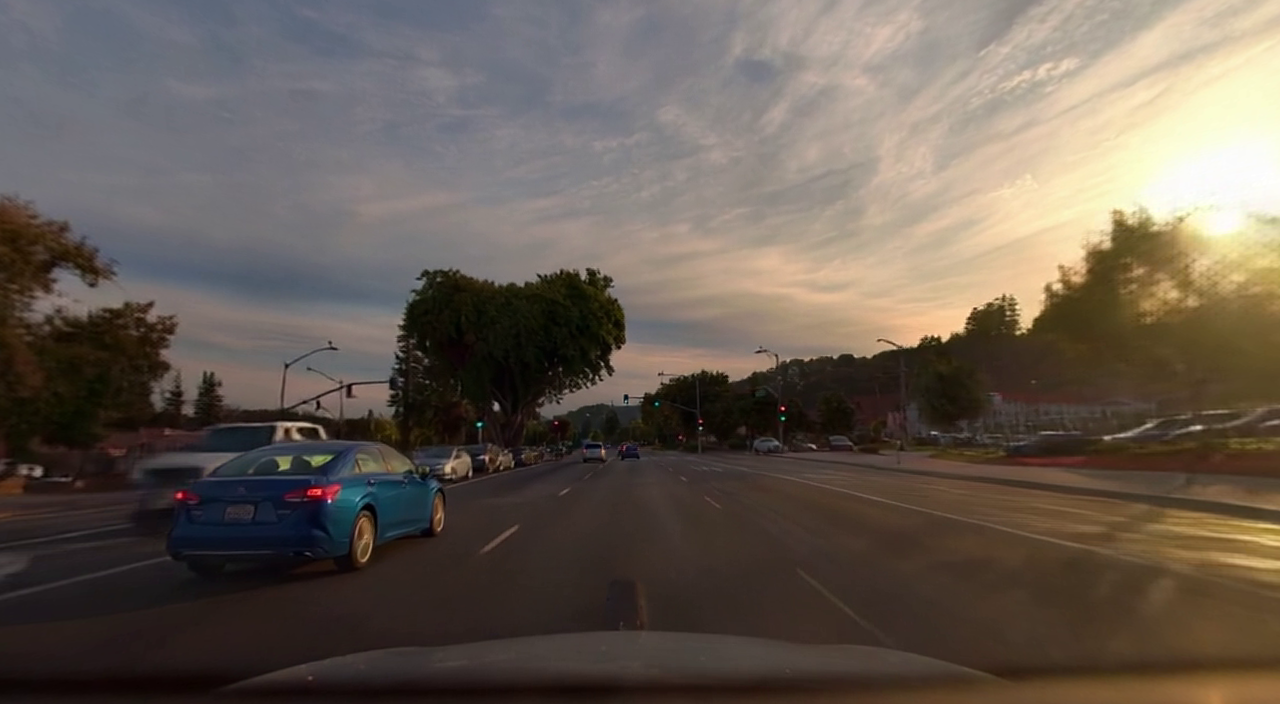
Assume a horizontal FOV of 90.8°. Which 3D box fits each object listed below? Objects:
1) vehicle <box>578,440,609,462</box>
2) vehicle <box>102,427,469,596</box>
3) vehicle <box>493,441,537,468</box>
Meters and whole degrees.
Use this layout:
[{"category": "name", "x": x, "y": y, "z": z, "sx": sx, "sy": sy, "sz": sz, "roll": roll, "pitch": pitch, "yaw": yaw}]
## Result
[{"category": "vehicle", "x": -3.581, "y": 7.714, "z": 49.238, "sx": 2.103, "sy": 1.592, "sz": 4.160, "roll": 0, "pitch": -9, "yaw": 0}, {"category": "vehicle", "x": -3.624, "y": 1.691, "z": 7.638, "sx": 1.905, "sy": 1.418, "sz": 4.396, "roll": 0, "pitch": -9, "yaw": 0}, {"category": "vehicle", "x": -7.851, "y": 6.466, "z": 39.986, "sx": 1.964, "sy": 1.627, "sz": 4.147, "roll": 0, "pitch": -9, "yaw": 0}]
